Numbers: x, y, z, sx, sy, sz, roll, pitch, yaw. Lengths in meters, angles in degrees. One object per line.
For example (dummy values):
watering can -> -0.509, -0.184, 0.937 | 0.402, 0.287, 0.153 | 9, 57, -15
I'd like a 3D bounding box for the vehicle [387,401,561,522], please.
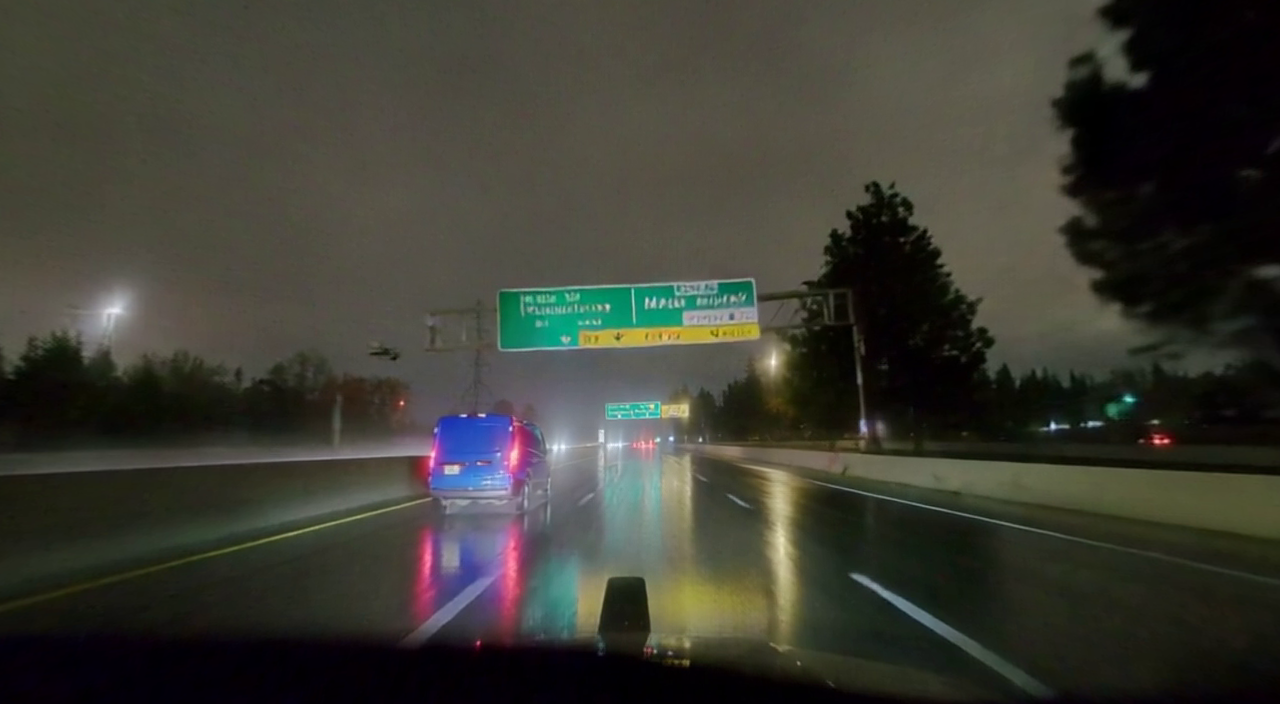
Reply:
vehicle -> -3.081, 2.176, 12.947 | 2.281, 2.025, 4.586 | 0, -8, 0
